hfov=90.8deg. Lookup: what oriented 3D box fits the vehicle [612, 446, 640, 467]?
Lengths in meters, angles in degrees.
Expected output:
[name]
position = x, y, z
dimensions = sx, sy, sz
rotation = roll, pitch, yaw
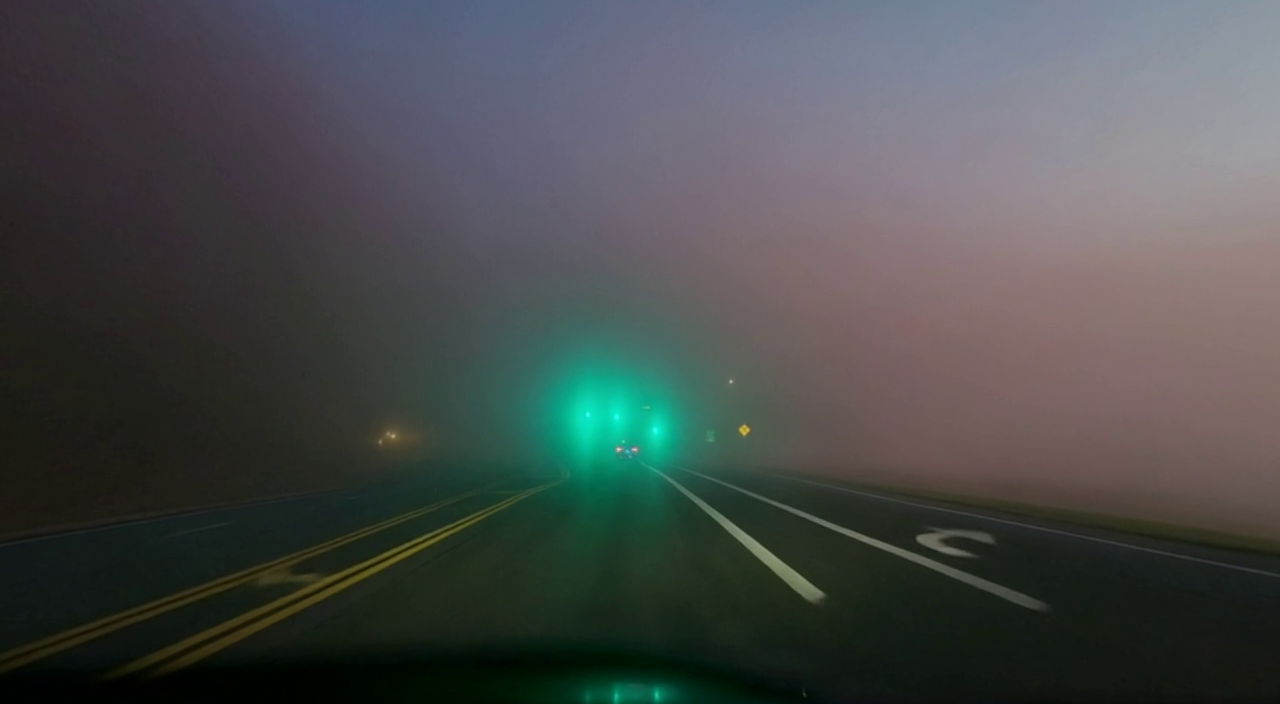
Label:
[vehicle]
position = -1.113, 7.840, 47.743
dimensions = 2.042, 1.489, 3.963
rotation = 0, -9, -3
